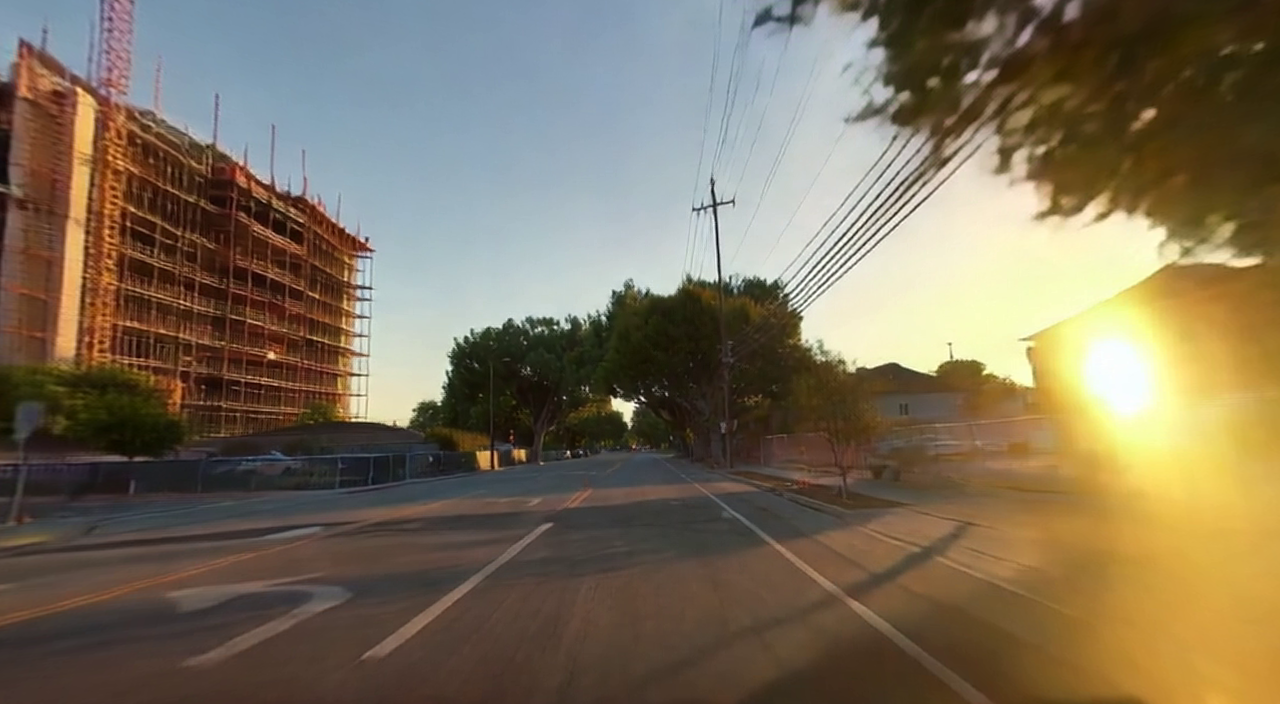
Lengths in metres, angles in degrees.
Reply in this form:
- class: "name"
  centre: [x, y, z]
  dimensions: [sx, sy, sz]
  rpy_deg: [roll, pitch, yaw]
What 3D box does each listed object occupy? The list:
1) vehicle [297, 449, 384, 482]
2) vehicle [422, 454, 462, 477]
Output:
- class: "vehicle"
  centre: [-20.091, 7.634, 42.426]
  dimensions: [4.712, 1.927, 2.237]
  rpy_deg: [-3, -10, 0]
- class: "vehicle"
  centre: [-15.423, 8.744, 48.931]
  dimensions: [2.002, 1.683, 4.664]
  rpy_deg: [5, -11, -28]
